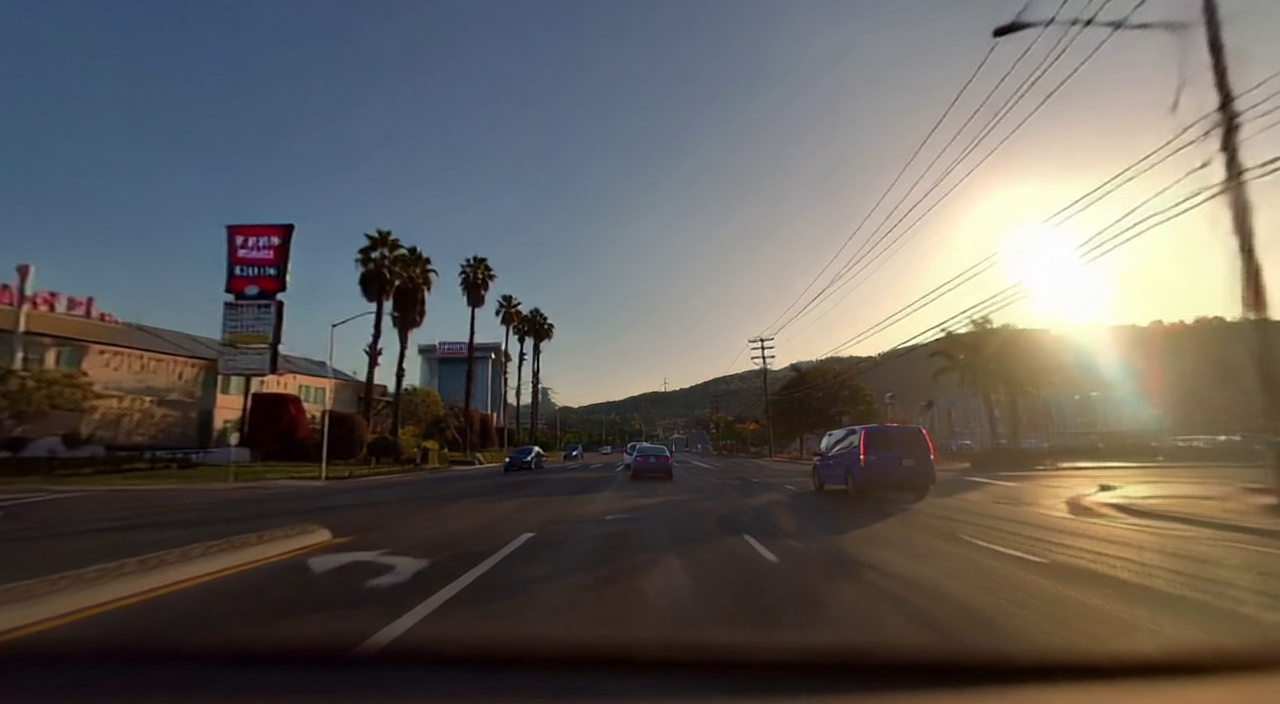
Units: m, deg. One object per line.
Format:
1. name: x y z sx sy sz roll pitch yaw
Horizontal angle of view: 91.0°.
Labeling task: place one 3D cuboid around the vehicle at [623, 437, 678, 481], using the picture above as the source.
1. vehicle: 0.409 4.454 26.330 2.138 1.672 4.168 0 -9 0

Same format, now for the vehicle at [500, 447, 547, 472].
1. vehicle: -7.495 6.990 41.078 2.004 1.535 4.853 0 -9 2

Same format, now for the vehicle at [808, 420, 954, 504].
1. vehicle: 6.158 2.876 16.780 2.107 1.928 4.471 0 -9 0

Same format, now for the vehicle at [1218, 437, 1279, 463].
1. vehicle: 42.649 6.597 42.611 4.928 1.678 1.971 -1 -9 3

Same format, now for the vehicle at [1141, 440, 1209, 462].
1. vehicle: 41.725 7.751 49.239 1.779 1.515 4.189 -4 -9 4
